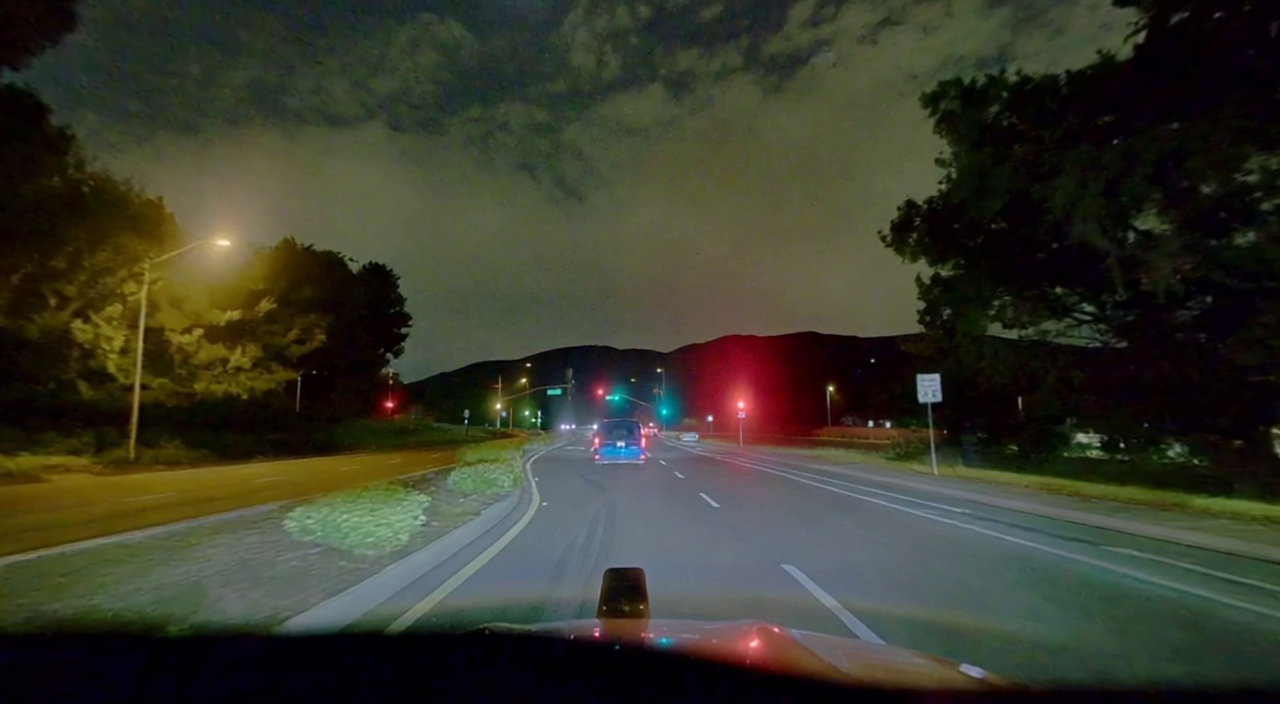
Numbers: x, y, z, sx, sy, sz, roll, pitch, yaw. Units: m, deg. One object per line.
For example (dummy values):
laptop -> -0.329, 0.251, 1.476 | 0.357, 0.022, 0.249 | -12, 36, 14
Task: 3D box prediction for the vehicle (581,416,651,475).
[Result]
vehicle -> -0.849, 3.261, 21.980 | 2.185, 1.822, 4.391 | 0, -8, -3
